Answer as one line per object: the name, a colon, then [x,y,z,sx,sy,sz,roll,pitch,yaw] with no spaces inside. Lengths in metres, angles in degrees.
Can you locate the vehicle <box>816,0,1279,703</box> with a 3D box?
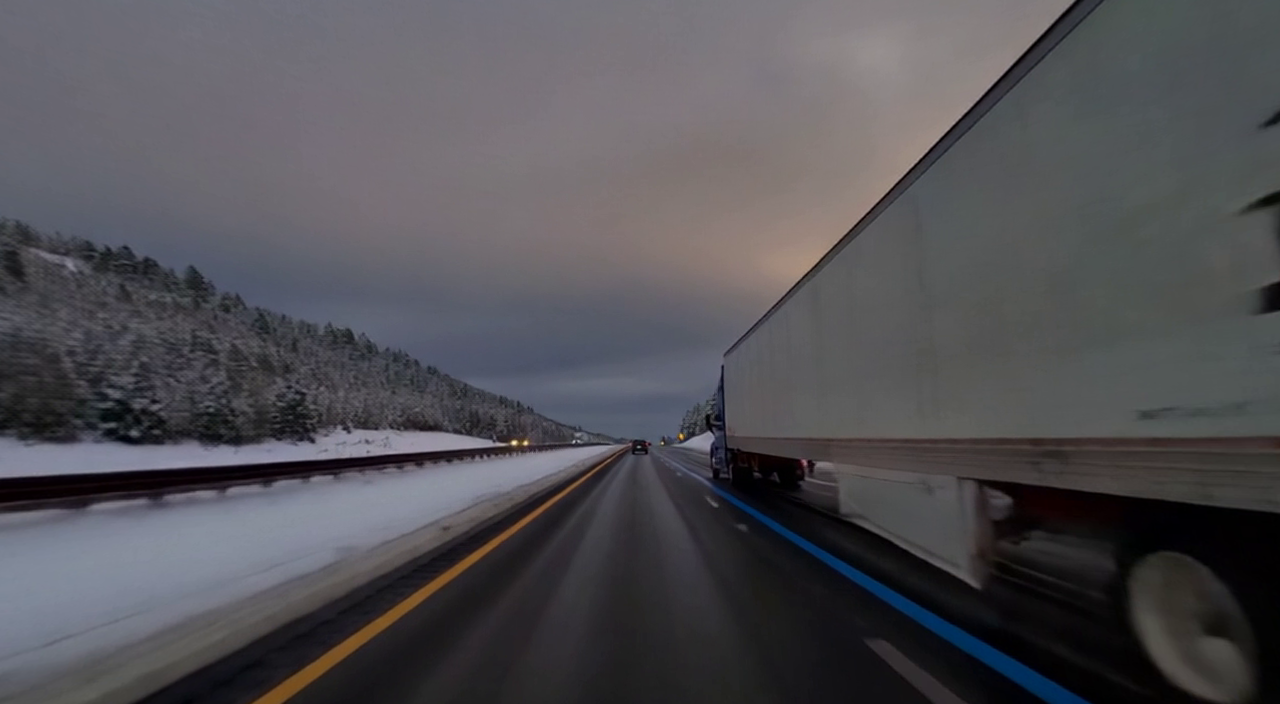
vehicle: [4.134,-0.164,4.250,3.039,4.342,9.556,0,-8,0]
